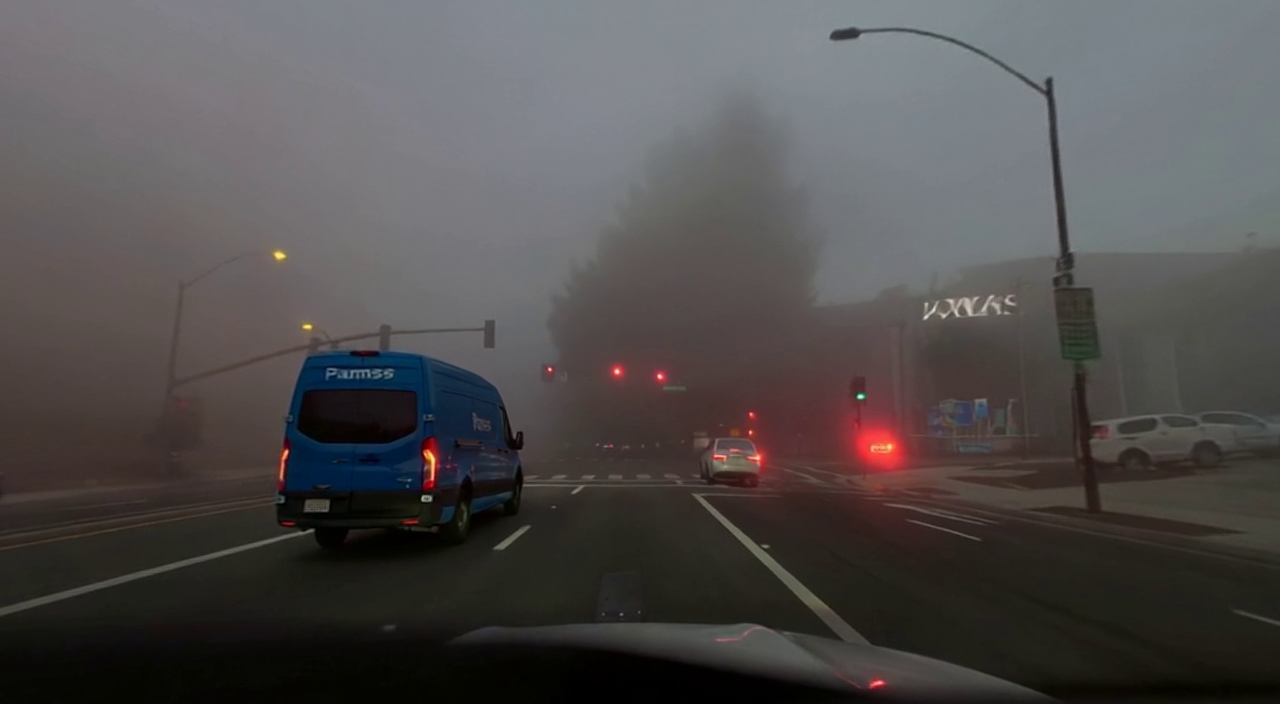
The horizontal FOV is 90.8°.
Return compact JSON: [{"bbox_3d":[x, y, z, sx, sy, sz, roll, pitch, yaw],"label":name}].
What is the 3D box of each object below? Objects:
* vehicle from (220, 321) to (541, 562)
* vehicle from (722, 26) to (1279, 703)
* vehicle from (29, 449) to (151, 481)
[{"bbox_3d":[-3.493,1.514,10.603,2.443,2.784,6.493,0,-9,1],"label":"vehicle"},{"bbox_3d":[3.179,0.735,8.032,2.861,3.525,9.858,0,-9,0],"label":"vehicle"},{"bbox_3d":[-30.945,6.334,35.746,4.811,1.675,1.875,5,-10,-30],"label":"vehicle"}]
